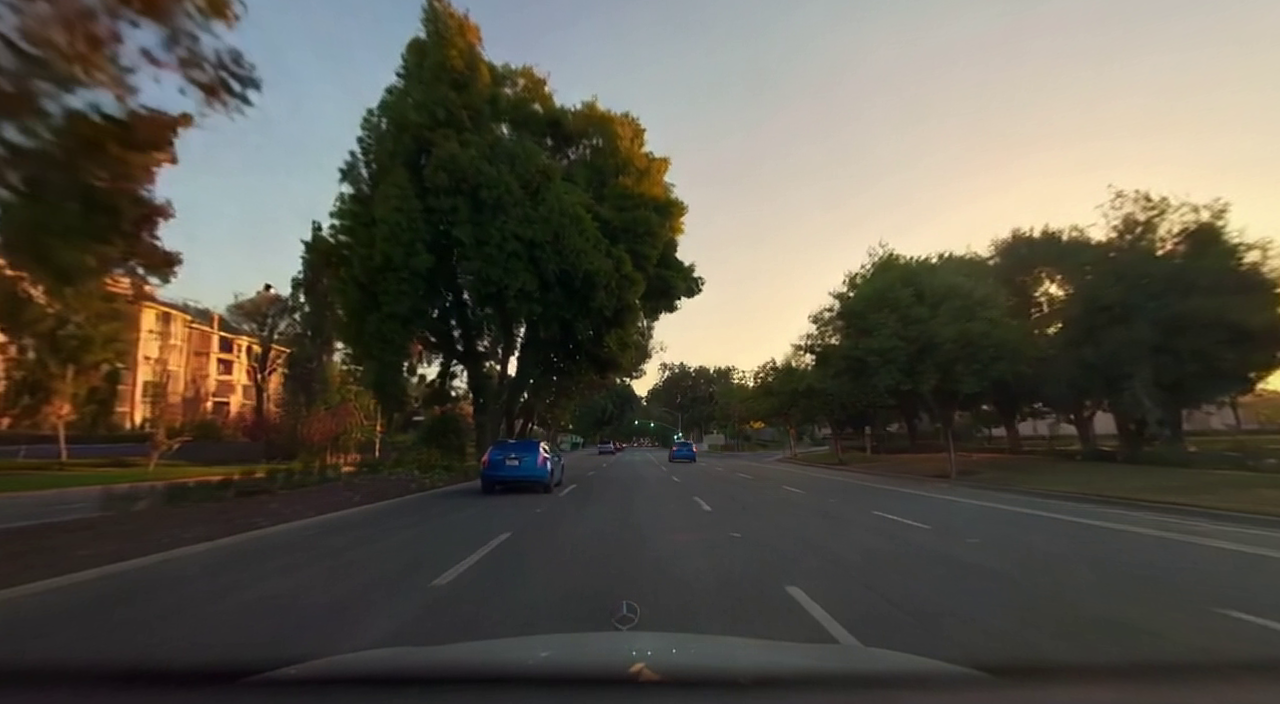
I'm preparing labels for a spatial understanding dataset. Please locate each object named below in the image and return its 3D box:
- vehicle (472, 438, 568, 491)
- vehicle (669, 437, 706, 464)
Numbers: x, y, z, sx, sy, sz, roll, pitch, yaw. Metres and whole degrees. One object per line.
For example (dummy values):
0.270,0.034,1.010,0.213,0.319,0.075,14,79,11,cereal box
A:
-3.627,3.478,19.923,2.112,1.471,4.212,0,-8,1,vehicle
3.064,6.479,41.585,2.072,1.696,4.177,0,-8,-1,vehicle
